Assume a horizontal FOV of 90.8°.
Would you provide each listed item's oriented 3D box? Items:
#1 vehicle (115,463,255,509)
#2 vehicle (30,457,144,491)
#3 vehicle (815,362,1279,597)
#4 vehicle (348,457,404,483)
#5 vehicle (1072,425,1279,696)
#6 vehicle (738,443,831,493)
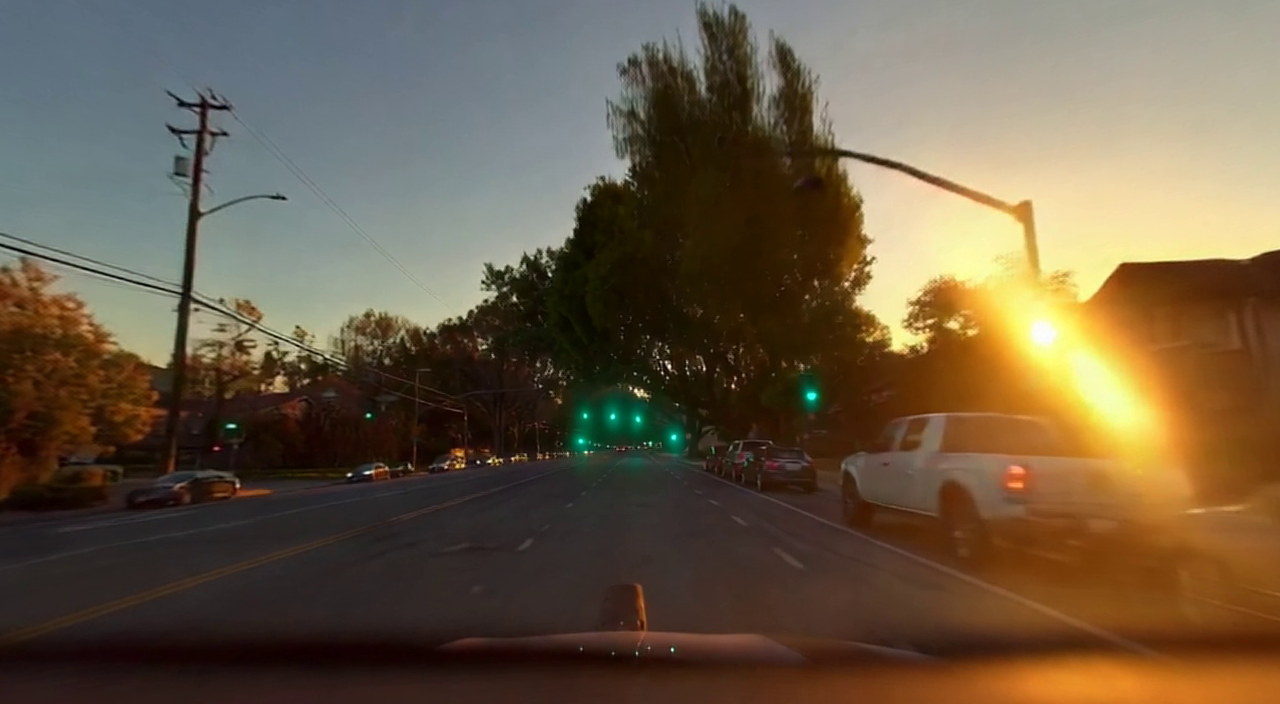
[{"bbox_3d":[-17.741,5.218,24.979,2.039,1.508,4.613,-1,-9,1],"label":"vehicle"},{"bbox_3d":[-30.093,6.621,34.475,4.245,1.668,2.025,0,-8,-2],"label":"vehicle"},{"bbox_3d":[4.554,1.568,8.642,2.438,2.086,5.821,0,-9,-2],"label":"vehicle"},{"bbox_3d":[-17.614,7.877,42.410,1.811,1.505,4.507,0,-9,0],"label":"vehicle"},{"bbox_3d":[4.511,1.006,2.680,2.074,1.457,4.633,0,-10,0],"label":"vehicle"},{"bbox_3d":[4.587,3.754,20.840,1.844,1.426,4.916,0,-9,0],"label":"vehicle"}]
